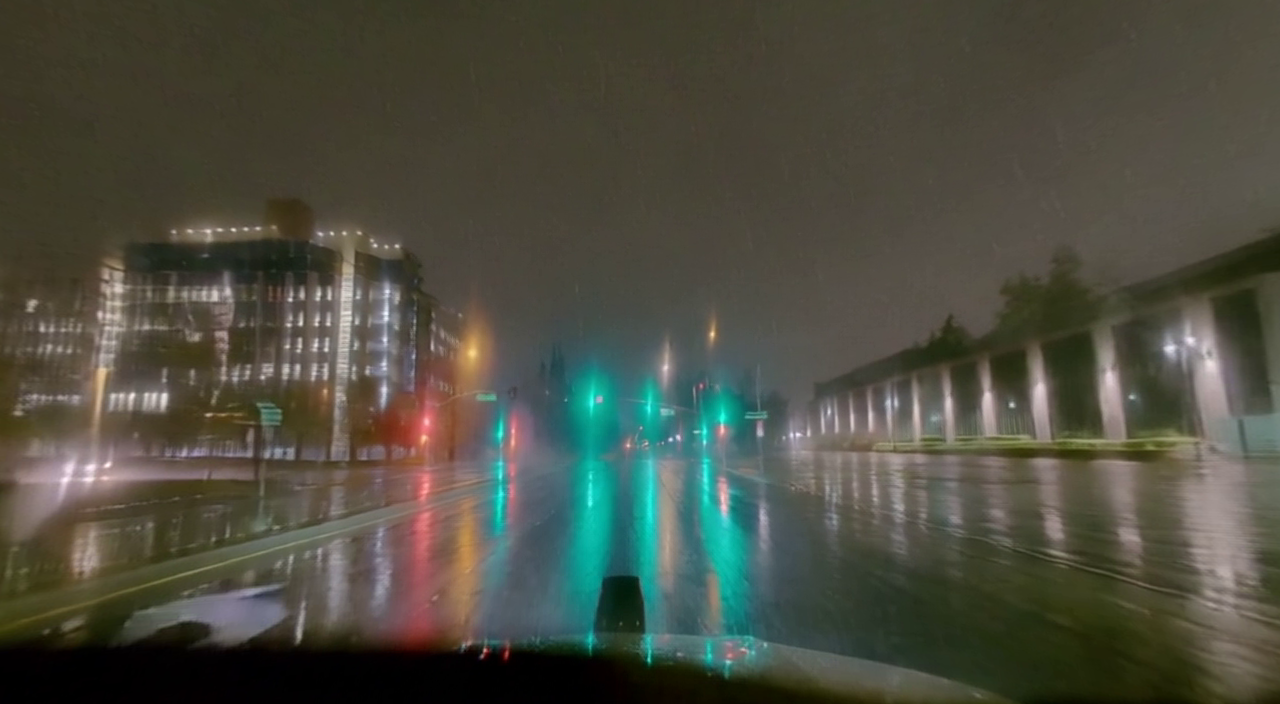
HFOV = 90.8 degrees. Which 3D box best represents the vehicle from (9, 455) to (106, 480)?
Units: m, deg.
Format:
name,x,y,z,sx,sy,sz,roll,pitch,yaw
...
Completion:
name,x,y,z,sx,sy,sz,roll,pitch,yaw
vehicle,-37.032,7.320,40.343,1.807,1.460,4.600,0,-9,0
